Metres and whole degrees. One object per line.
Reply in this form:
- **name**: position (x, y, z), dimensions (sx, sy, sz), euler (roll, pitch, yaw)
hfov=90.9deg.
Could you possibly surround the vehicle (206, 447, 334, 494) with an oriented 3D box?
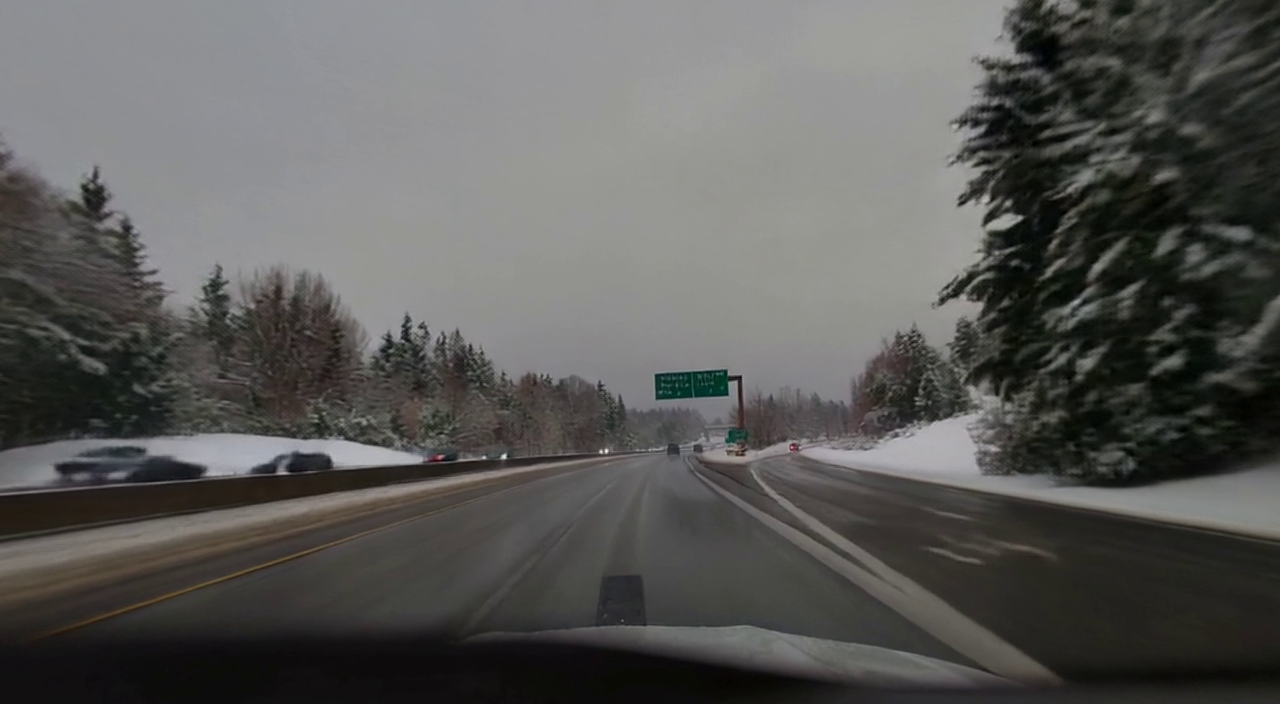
- **vehicle**: position (-13.873, 4.454, 24.019), dimensions (1.996, 1.606, 4.535), euler (0, -9, 2)

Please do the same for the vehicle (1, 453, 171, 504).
- **vehicle**: position (-18.210, 4.142, 21.036), dimensions (1.993, 1.503, 3.964), euler (0, -9, 1)
